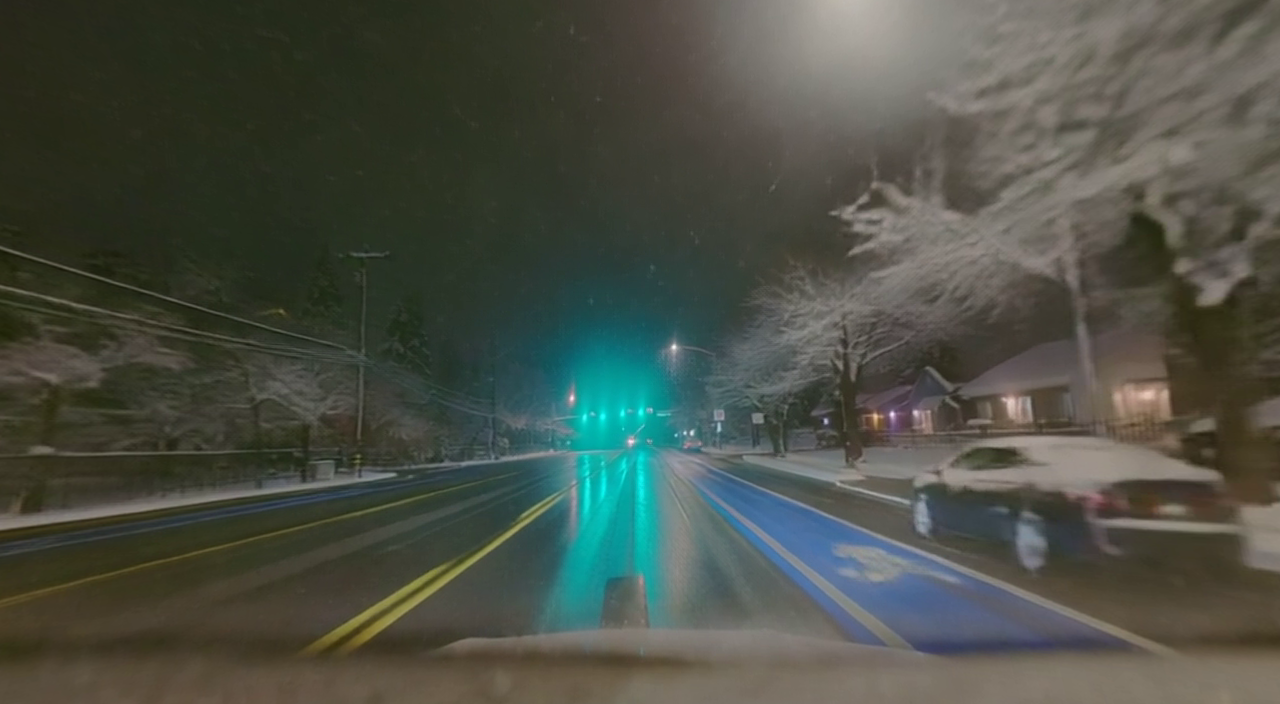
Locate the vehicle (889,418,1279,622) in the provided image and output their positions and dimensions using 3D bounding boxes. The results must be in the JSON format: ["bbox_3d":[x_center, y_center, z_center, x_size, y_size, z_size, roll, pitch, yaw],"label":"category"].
[{"bbox_3d":[4.783,1.575,7.083,1.995,1.472,4.884,0,-8,0],"label":"vehicle"}]
